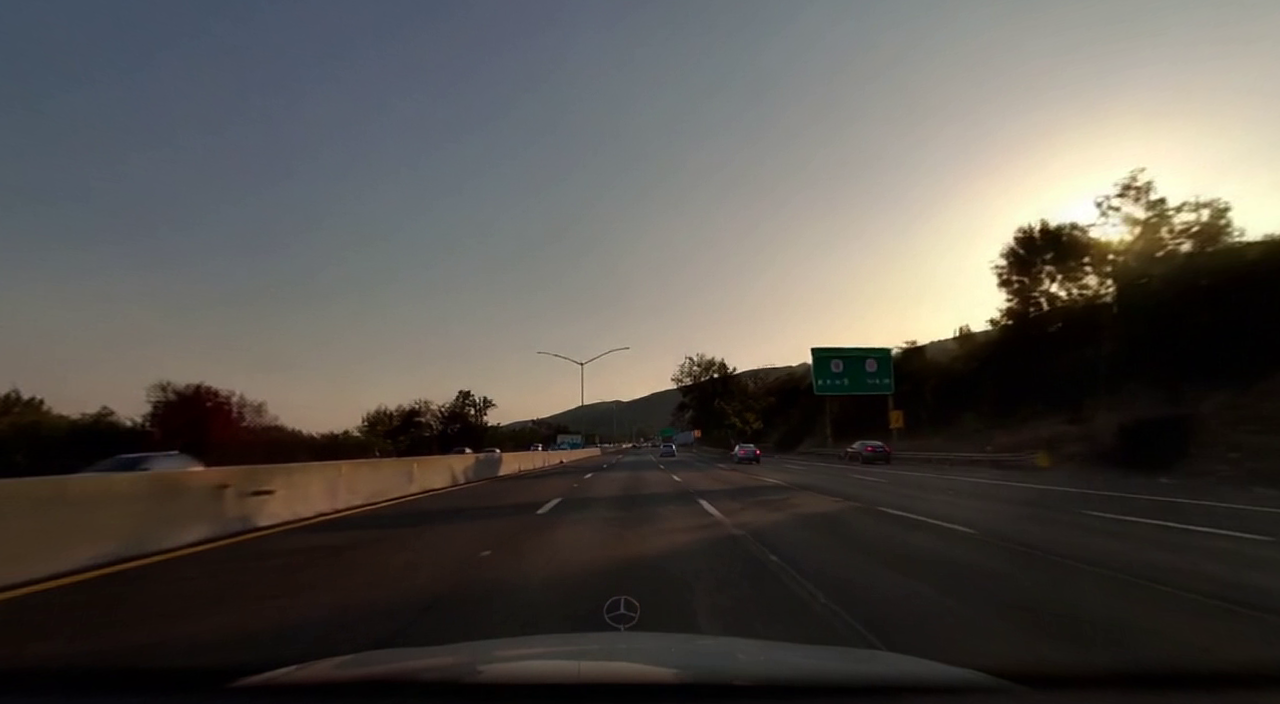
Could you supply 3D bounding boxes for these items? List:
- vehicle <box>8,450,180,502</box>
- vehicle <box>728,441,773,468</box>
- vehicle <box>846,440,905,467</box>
[{"bbox_3d":[-14.363,3.242,16.872,1.639,1.164,3.285,0,-8,0],"label":"vehicle"},{"bbox_3d":[6.814,6.378,39.464,2.038,1.528,3.910,0,-9,-1],"label":"vehicle"},{"bbox_3d":[14.755,6.355,39.817,2.025,1.595,4.268,0,-9,-1],"label":"vehicle"}]
